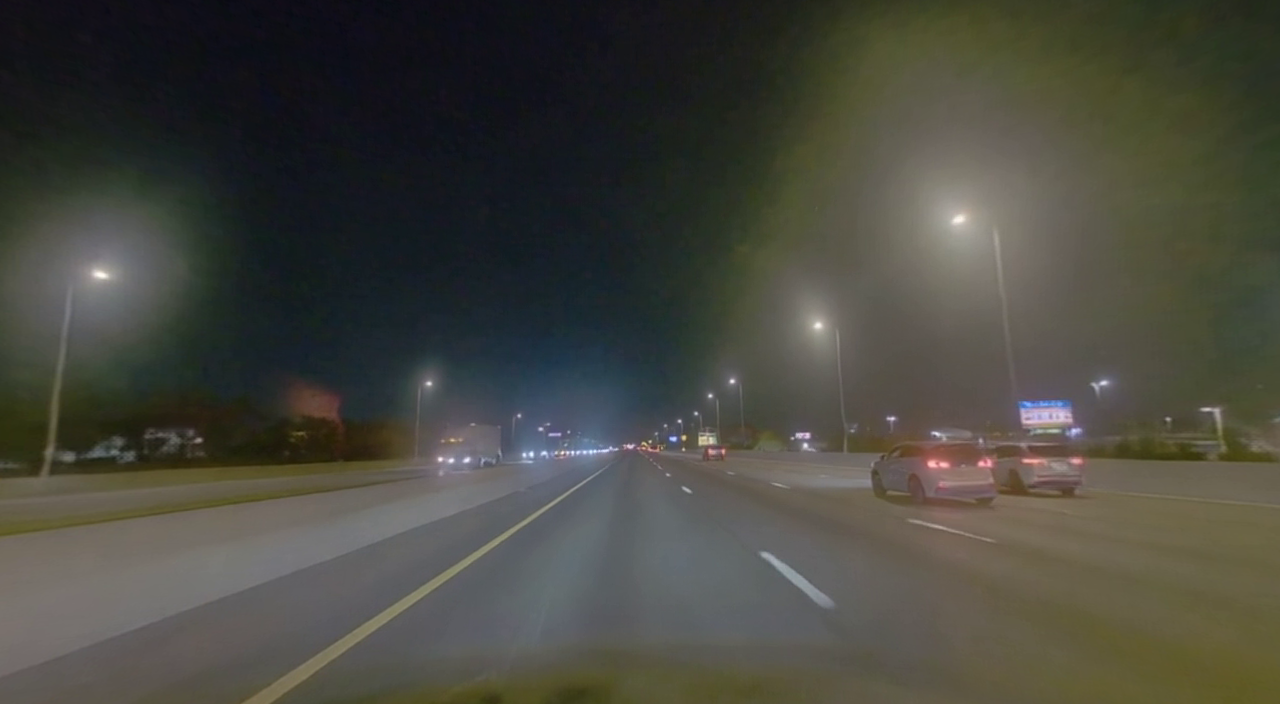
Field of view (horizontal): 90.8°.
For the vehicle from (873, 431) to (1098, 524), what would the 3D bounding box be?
[{"bbox_3d":[6.724,2.479,13.066,1.901,1.548,4.684,0,-9,-1],"label":"vehicle"}]
